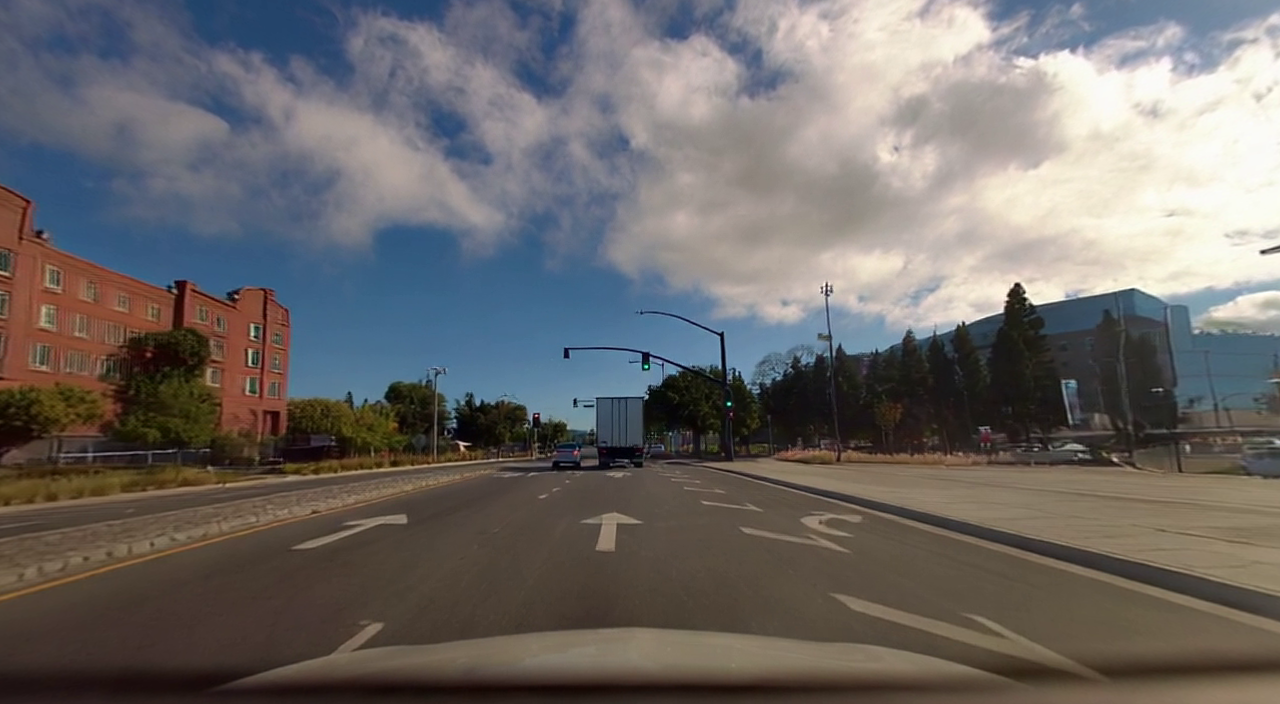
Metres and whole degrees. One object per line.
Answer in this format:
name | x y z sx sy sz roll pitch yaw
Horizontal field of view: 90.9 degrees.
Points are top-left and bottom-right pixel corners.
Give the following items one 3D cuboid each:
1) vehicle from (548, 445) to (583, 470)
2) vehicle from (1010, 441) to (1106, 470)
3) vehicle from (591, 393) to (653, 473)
vehicle | -4.787 6.828 40.905 1.917 1.462 3.878 0 -8 -1
vehicle | 28.990 7.153 43.893 5.139 1.889 1.953 -4 -8 23
vehicle | -0.978 4.409 34.204 2.876 3.724 9.351 0 -8 -2
